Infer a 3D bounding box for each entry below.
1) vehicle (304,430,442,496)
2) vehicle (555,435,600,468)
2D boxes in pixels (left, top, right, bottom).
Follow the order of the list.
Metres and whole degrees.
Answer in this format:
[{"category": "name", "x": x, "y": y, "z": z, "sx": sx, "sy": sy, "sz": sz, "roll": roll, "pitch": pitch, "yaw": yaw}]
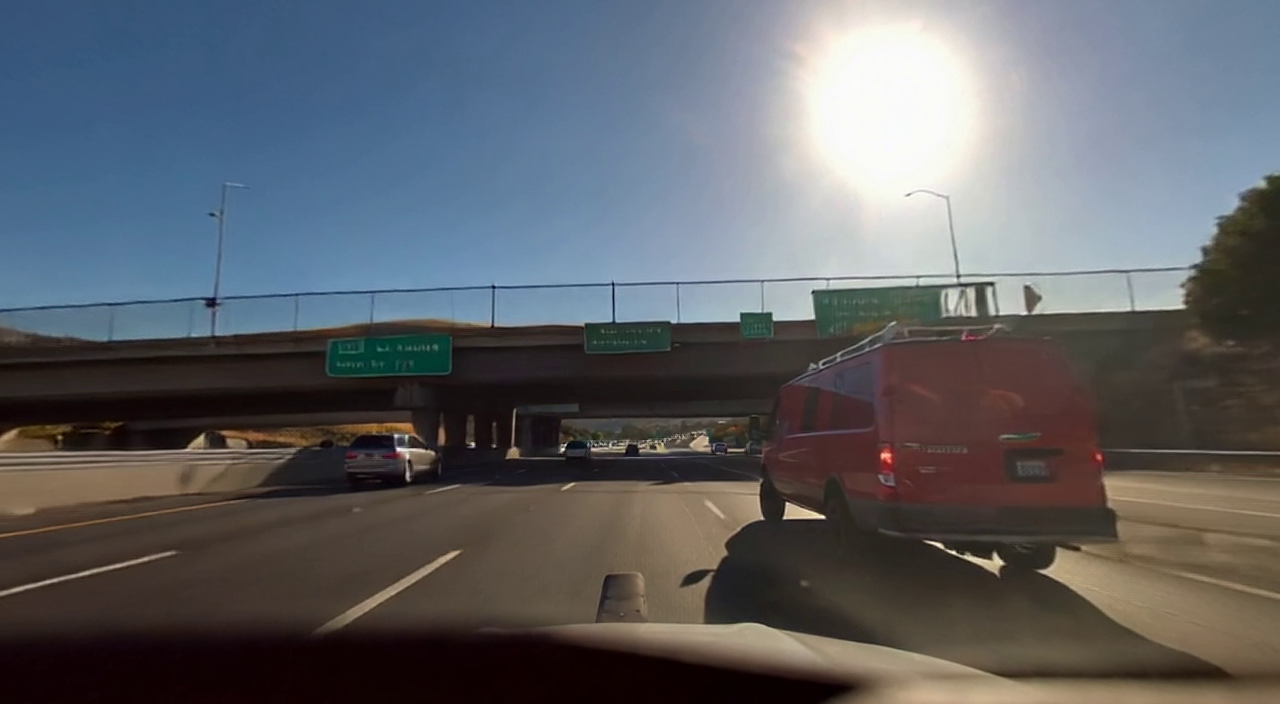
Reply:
[{"category": "vehicle", "x": -7.827, "y": 3.290, "z": 19.057, "sx": 2.092, "sy": 1.712, "sz": 4.627, "roll": 0, "pitch": -8, "yaw": 0}, {"category": "vehicle", "x": -3.681, "y": 5.962, "z": 37.976, "sx": 2.144, "sy": 1.847, "sz": 4.850, "roll": 0, "pitch": -8, "yaw": 1}]
